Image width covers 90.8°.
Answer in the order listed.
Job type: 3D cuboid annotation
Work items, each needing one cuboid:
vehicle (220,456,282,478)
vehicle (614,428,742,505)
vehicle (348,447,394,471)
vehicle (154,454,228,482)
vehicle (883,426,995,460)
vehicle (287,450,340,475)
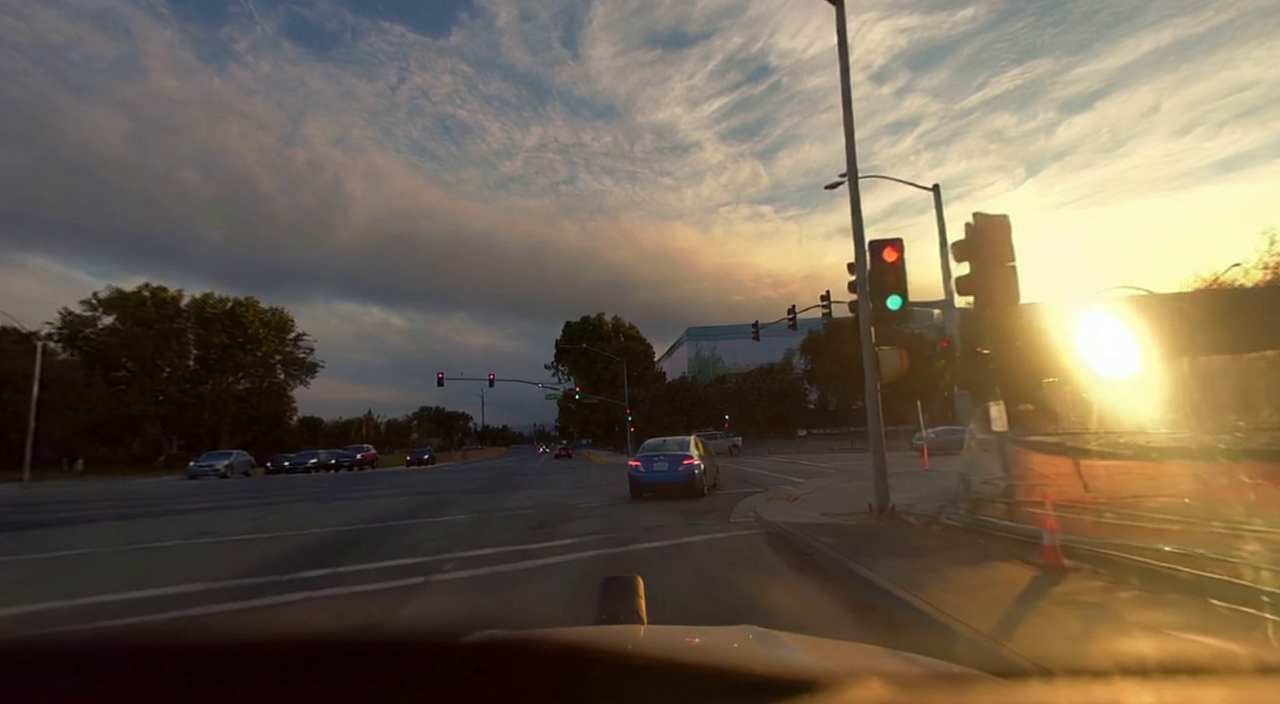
[{"bbox_3d":[-27.914,8.242,45.490,2.024,1.448,4.478,1,-9,-7],"label":"vehicle"},{"bbox_3d":[1.067,2.613,14.886,2.183,1.506,4.286,-3,-9,15],"label":"vehicle"},{"bbox_3d":[-21.169,8.417,49.873,2.101,1.759,4.619,1,-9,-7],"label":"vehicle"},{"bbox_3d":[-30.746,7.949,43.439,2.142,1.723,4.692,1,-9,-8],"label":"vehicle"},{"bbox_3d":[13.748,4.177,29.100,4.467,1.477,1.873,2,-8,-16],"label":"vehicle"},{"bbox_3d":[-24.448,8.274,47.510,2.081,1.670,4.376,1,-9,-8],"label":"vehicle"}]
